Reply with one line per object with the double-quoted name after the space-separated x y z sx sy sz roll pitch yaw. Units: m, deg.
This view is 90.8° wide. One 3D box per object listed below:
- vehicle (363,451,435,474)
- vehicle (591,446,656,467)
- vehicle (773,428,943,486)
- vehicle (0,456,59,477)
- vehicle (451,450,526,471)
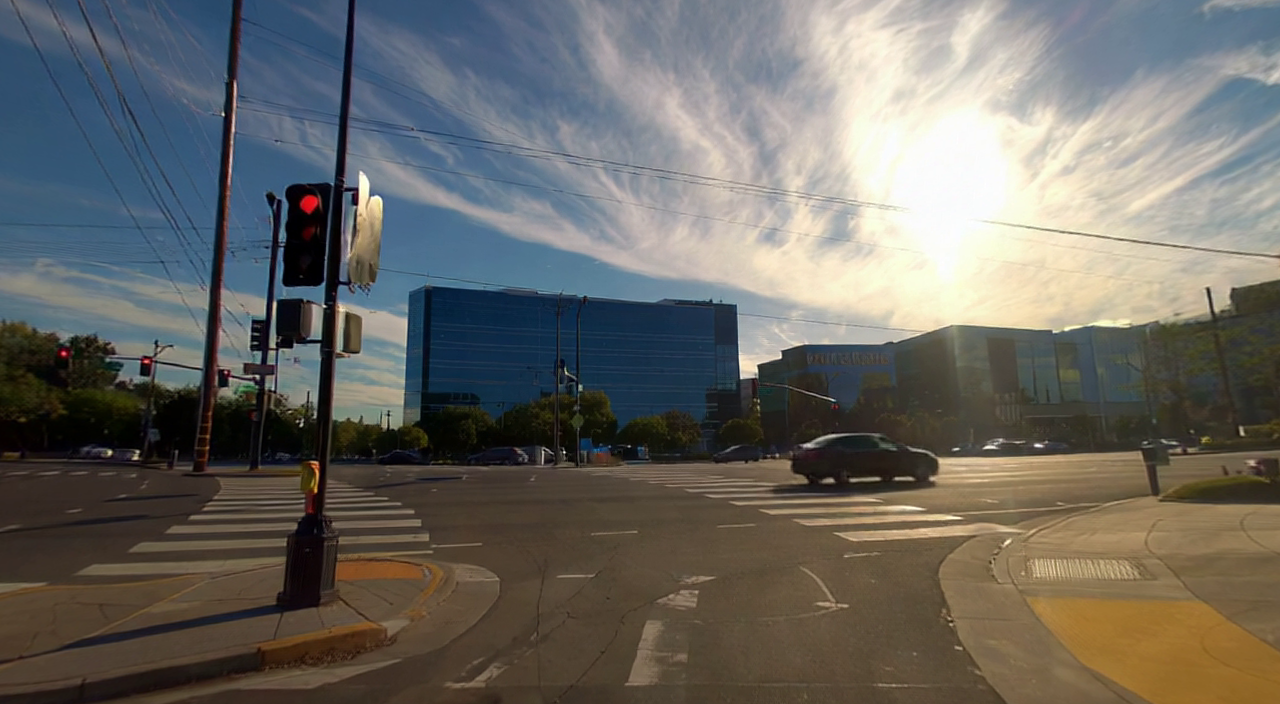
-17.190 7.857 45.120 4.623 1.471 1.805 4 -9 -25 "vehicle"
-1.163 7.547 45.817 4.391 1.451 1.717 4 -9 -26 "vehicle"
6.725 3.249 19.683 4.530 1.648 2.075 2 -9 -14 "vehicle"
-46.458 8.651 48.030 1.899 1.438 4.799 4 -9 -25 "vehicle"
-10.675 7.635 44.703 4.837 1.407 1.818 4 -9 -26 "vehicle"
